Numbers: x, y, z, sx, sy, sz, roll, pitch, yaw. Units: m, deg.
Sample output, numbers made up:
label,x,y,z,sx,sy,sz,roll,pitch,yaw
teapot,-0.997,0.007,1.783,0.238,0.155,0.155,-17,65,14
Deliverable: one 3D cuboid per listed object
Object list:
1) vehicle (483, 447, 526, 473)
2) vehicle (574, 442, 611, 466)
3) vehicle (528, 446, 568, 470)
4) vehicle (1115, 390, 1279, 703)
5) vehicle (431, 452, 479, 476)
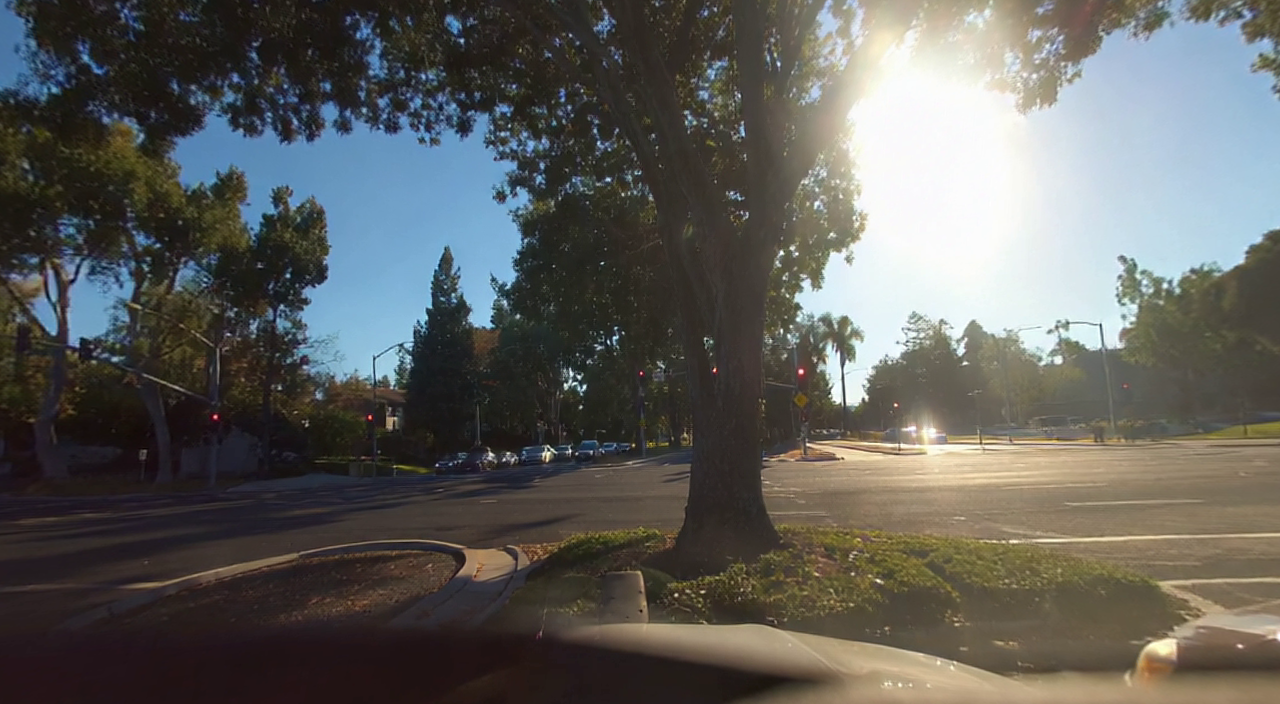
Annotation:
label,x,y,z,sx,sy,sz,roll,pitch,yaw
vehicle,-9.805,7.836,45.941,2.064,1.725,4.243,0,-9,1
vehicle,-3.515,7.723,47.734,2.215,1.732,4.684,-1,-9,3
vehicle,-6.572,7.604,45.495,2.126,1.657,4.307,0,-9,2
vehicle,3.057,0.618,0.434,1.978,1.468,4.544,0,-9,1
vehicle,-13.417,8.114,45.987,2.101,1.637,4.304,0,-9,1
